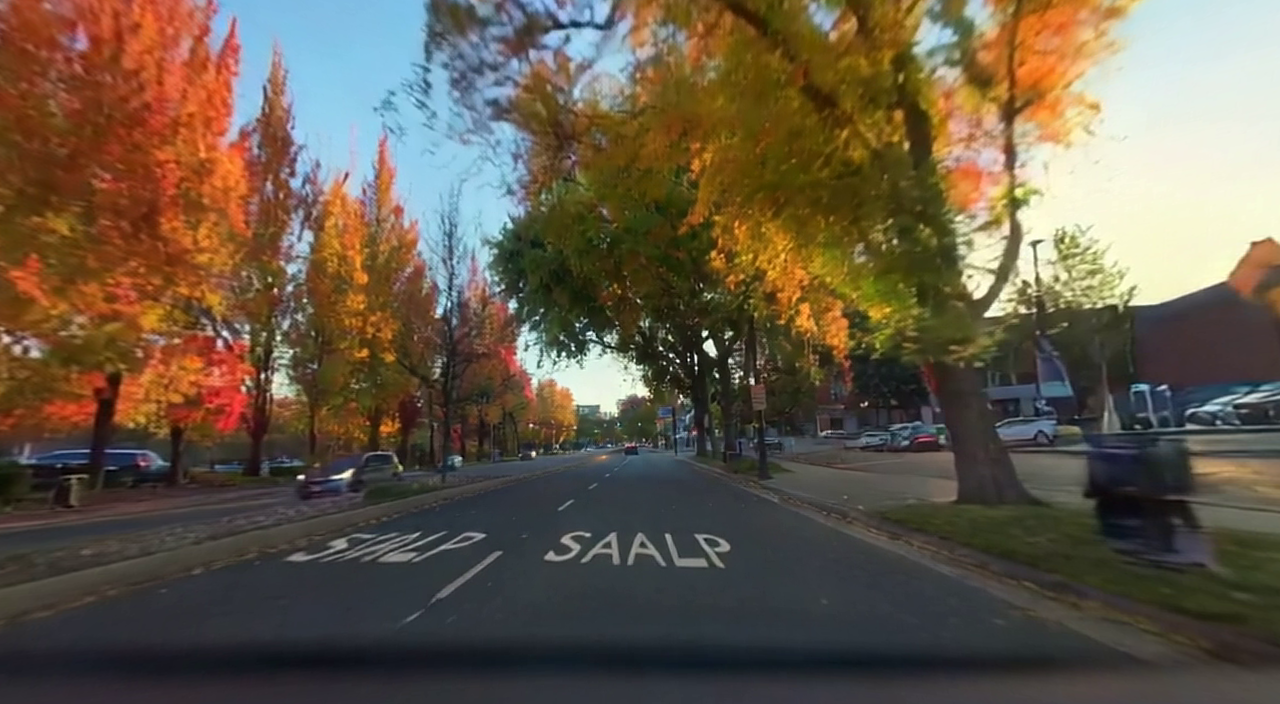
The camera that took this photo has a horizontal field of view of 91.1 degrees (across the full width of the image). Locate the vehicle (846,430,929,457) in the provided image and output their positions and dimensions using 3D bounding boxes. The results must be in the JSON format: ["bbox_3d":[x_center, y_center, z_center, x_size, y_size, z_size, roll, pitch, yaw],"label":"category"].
[{"bbox_3d":[15.922,5.933,40.565,4.474,1.698,2.088,0,-9,0],"label":"vehicle"}]

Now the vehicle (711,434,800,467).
[{"bbox_3d":[7.379,6.355,40.585,5.336,2.006,2.022,0,-9,0],"label":"vehicle"}]

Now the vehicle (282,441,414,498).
[{"bbox_3d":[-10.520,4.255,23.245,2.196,1.829,5.389,0,-9,1],"label":"vehicle"}]

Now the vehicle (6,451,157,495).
[{"bbox_3d":[-26.918,5.815,30.418,5.144,1.980,2.262,0,-9,2],"label":"vehicle"}]
